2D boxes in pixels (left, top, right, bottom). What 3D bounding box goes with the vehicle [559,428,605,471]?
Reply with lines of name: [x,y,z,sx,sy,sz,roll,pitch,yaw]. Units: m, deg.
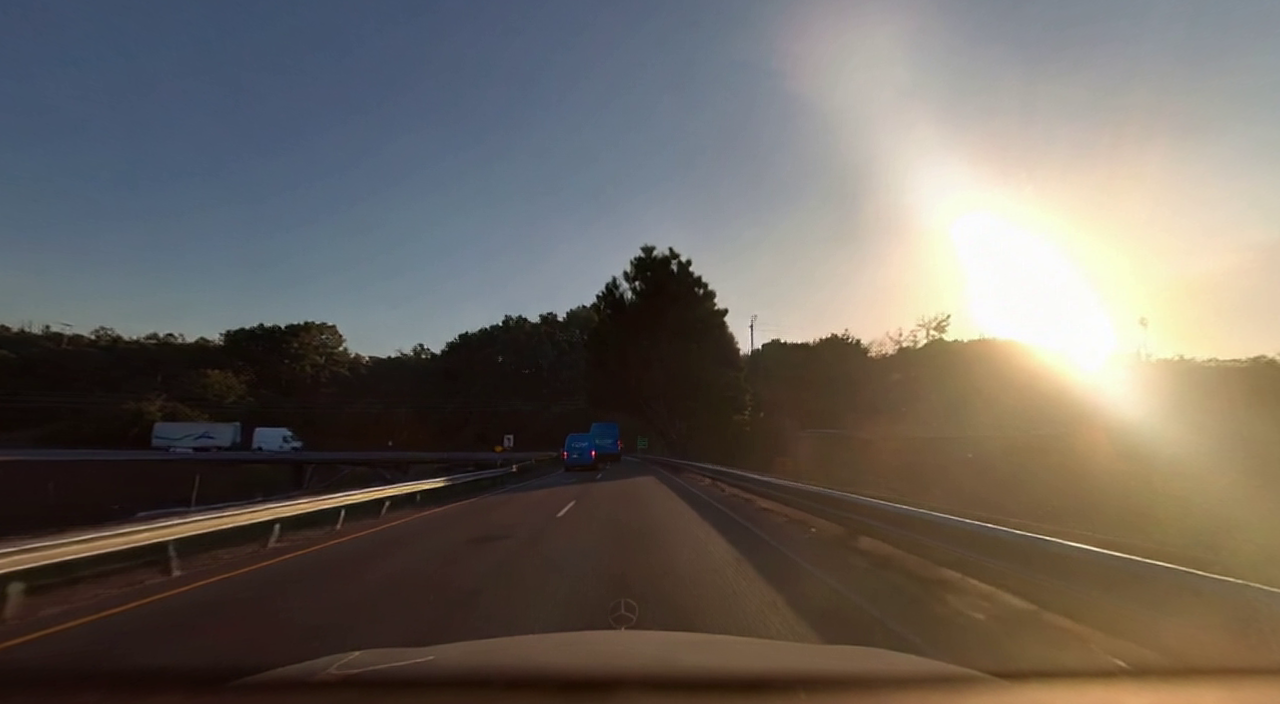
vehicle: [-3.780,6.612,42.519,2.463,2.640,7.034,0,-9,0]
